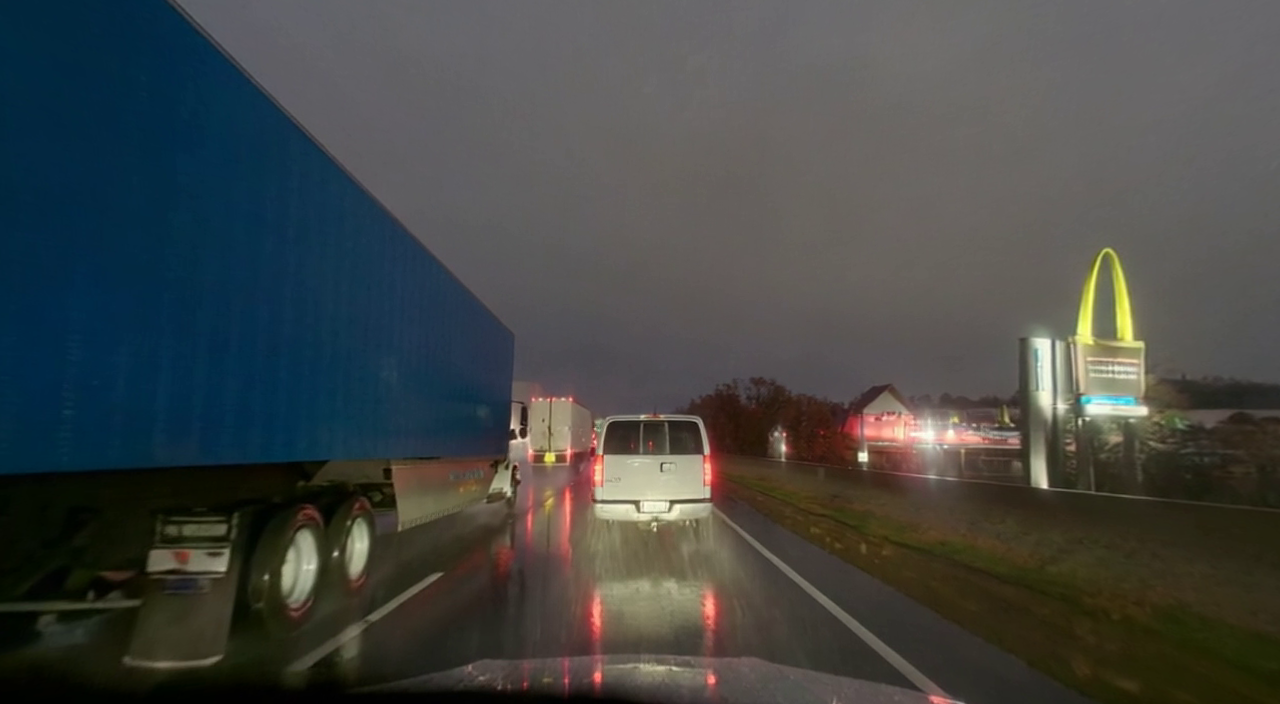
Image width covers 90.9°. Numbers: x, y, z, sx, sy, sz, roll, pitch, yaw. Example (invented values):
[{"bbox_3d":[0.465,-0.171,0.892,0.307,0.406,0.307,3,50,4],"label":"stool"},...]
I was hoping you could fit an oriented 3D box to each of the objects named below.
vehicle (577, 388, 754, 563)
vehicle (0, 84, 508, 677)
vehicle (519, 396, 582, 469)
[{"bbox_3d":[0.191,1.661,9.052,1.947,1.910,4.040,0,-9,-3],"label":"vehicle"},{"bbox_3d":[-3.971,0.689,7.931,2.814,3.513,8.529,0,-9,-1],"label":"vehicle"},{"bbox_3d":[-4.854,4.699,36.071,2.617,3.604,9.499,0,-9,-3],"label":"vehicle"}]
